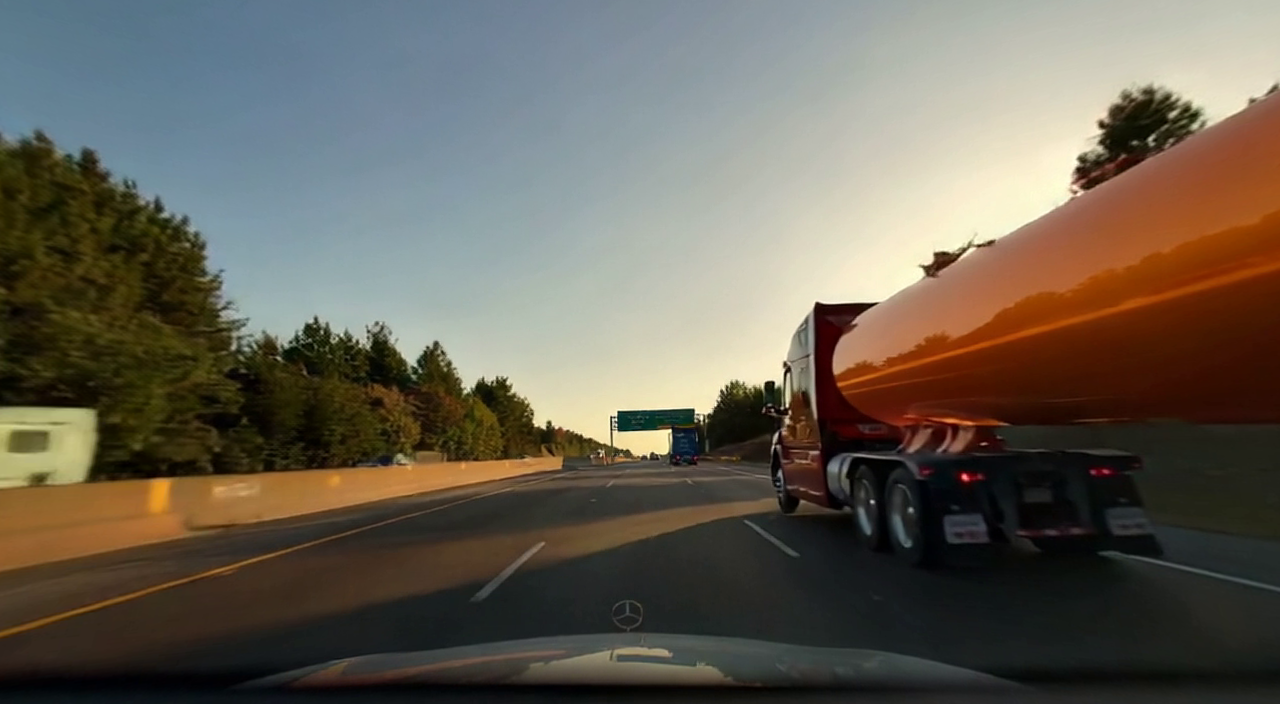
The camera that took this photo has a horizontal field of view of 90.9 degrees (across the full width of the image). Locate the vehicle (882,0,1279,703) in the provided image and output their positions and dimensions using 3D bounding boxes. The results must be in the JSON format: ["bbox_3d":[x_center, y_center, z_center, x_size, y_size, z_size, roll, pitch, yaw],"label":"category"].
[{"bbox_3d":[4.183,-0.194,1.816,2.707,3.474,10.512,0,-9,0],"label":"vehicle"}]

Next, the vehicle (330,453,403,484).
[{"bbox_3d":[-14.365,6.116,33.376,1.861,1.455,4.373,-1,-9,1],"label":"vehicle"}]
